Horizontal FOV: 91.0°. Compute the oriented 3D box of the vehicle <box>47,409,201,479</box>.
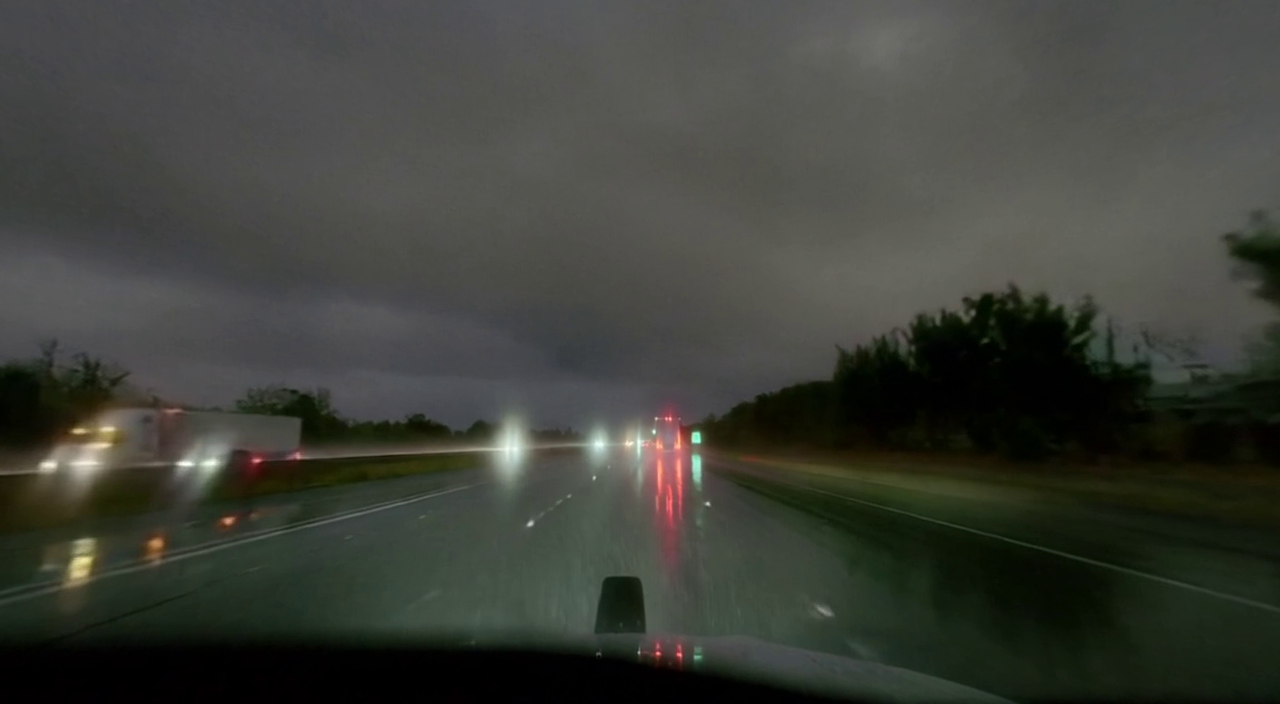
[{"bbox_3d":[-32.187,5.836,39.869,2.971,3.991,7.701,0,-9,0],"label":"vehicle"}]

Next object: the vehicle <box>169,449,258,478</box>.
[{"bbox_3d":[-25.696,6.698,38.209,1.910,1.574,4.814,0,-9,2],"label":"vehicle"}]
